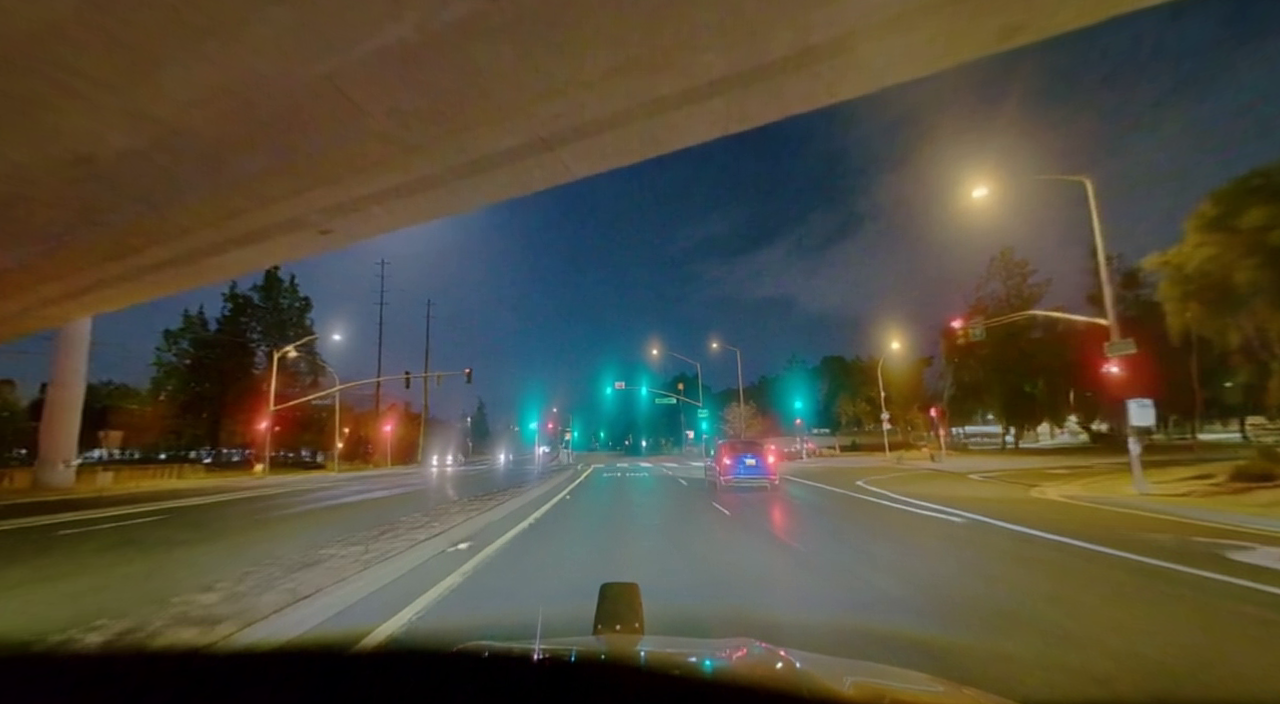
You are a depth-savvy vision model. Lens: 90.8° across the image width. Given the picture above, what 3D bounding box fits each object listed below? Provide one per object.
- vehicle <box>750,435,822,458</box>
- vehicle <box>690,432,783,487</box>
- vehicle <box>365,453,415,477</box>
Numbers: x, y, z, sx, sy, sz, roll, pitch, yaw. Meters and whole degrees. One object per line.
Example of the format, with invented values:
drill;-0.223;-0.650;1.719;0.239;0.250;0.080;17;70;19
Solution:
vehicle;10.626;6.905;46.088;4.760;1.571;1.859;-5;-9;26
vehicle;2.864;3.331;19.897;2.062;1.484;4.332;0;-8;-2
vehicle;-17.227;7.790;43.687;1.863;1.469;3.767;-1;-8;0
